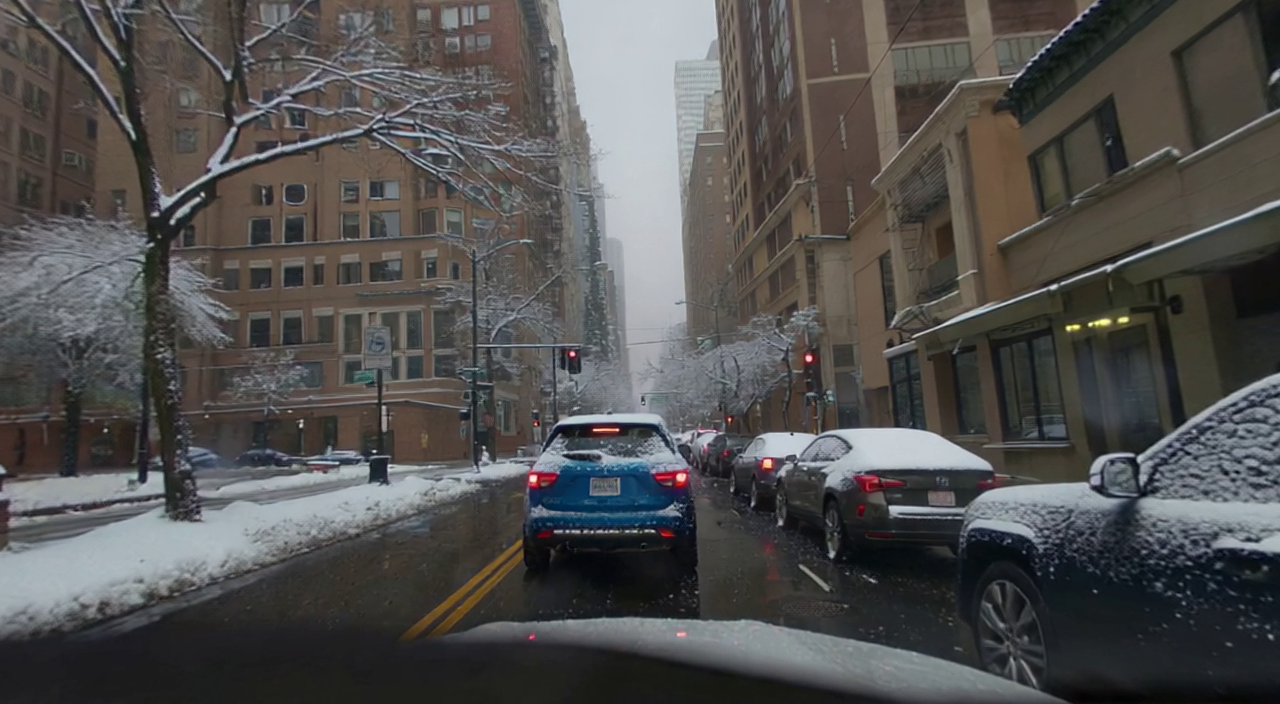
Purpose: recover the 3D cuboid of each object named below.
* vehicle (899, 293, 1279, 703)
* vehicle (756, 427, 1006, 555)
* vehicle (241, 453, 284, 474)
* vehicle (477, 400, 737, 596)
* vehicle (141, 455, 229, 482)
[{"bbox_3d":[2.996,0.750,2.251,2.063,1.760,4.664,0,-9,-1],"label":"vehicle"},{"bbox_3d":[3.280,1.986,9.819,1.941,1.482,4.632,0,-9,-2],"label":"vehicle"},{"bbox_3d":[-28.808,8.466,48.122,1.960,1.459,4.699,7,-11,-40],"label":"vehicle"},{"bbox_3d":[-0.337,1.579,7.619,2.249,1.684,4.084,0,-9,-2],"label":"vehicle"},{"bbox_3d":[-27.617,7.059,38.561,1.967,1.428,4.832,0,-9,-3],"label":"vehicle"}]
